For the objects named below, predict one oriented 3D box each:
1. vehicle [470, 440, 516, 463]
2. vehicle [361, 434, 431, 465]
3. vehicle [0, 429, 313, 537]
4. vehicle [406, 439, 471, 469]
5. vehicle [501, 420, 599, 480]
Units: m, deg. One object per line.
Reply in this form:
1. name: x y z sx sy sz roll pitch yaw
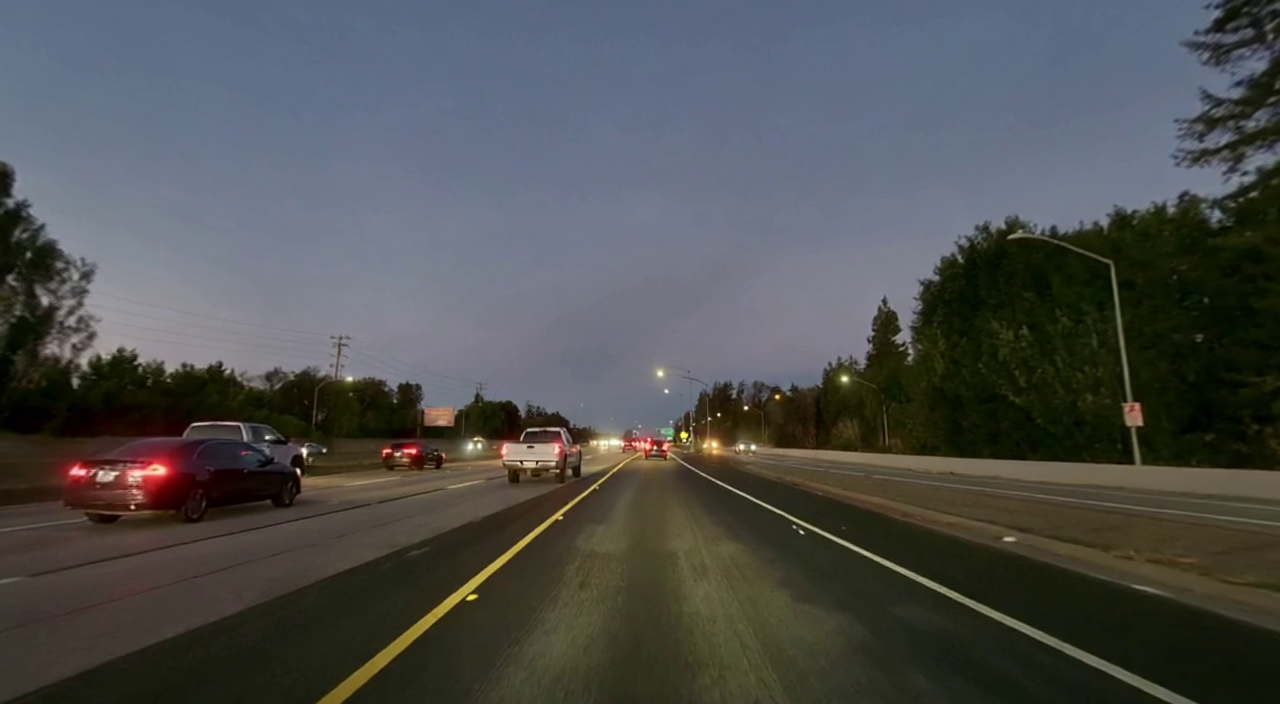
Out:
1. vehicle: -10.178 6.901 43.793 1.915 1.472 4.502 -1 -8 3
2. vehicle: -14.417 5.801 37.450 2.090 1.707 4.747 -1 -8 3
3. vehicle: -8.004 2.153 11.034 1.964 1.481 4.425 -1 -8 3
4. vehicle: -10.657 5.419 33.567 1.884 1.453 4.579 0 -8 2
5. vehicle: -3.379 3.932 25.407 2.815 2.092 6.526 0 -8 2
